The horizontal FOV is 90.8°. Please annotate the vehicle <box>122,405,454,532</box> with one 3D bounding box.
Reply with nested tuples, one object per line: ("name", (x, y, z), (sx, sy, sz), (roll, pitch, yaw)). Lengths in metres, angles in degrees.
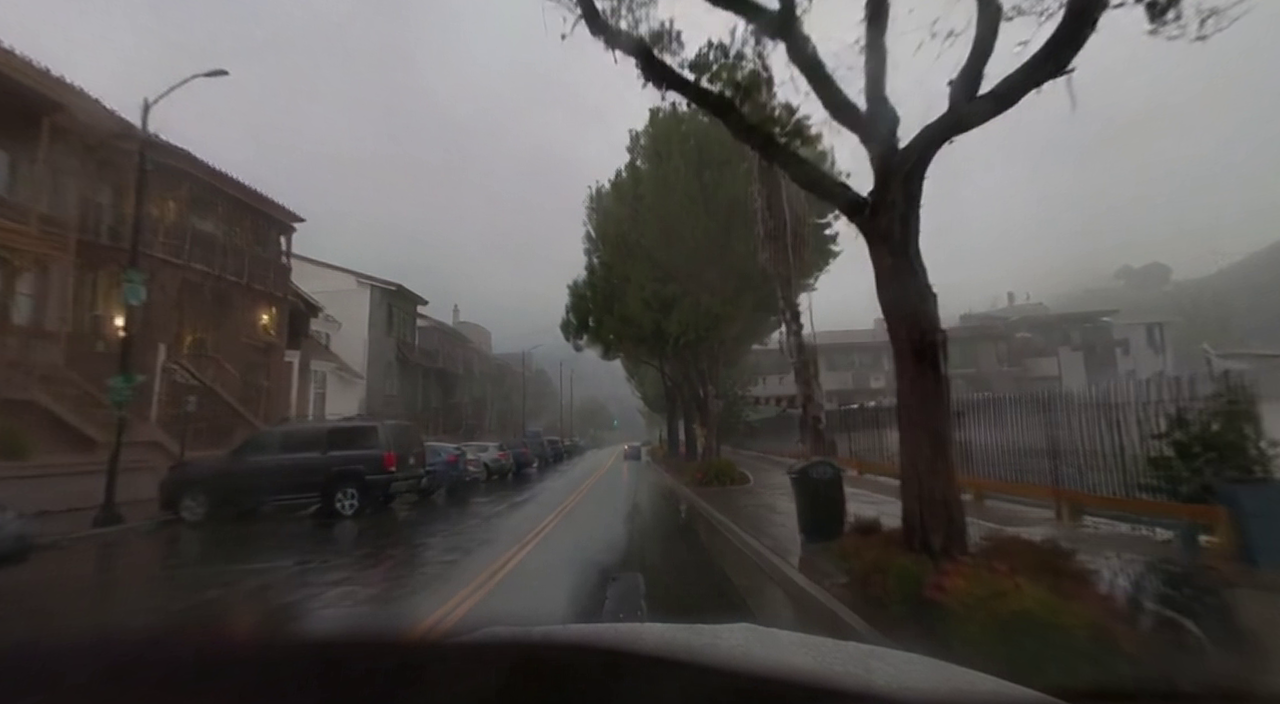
("vehicle", (-7.216, 2.451, 13.649), (5.592, 2.439, 2.515), (0, -9, -1))
